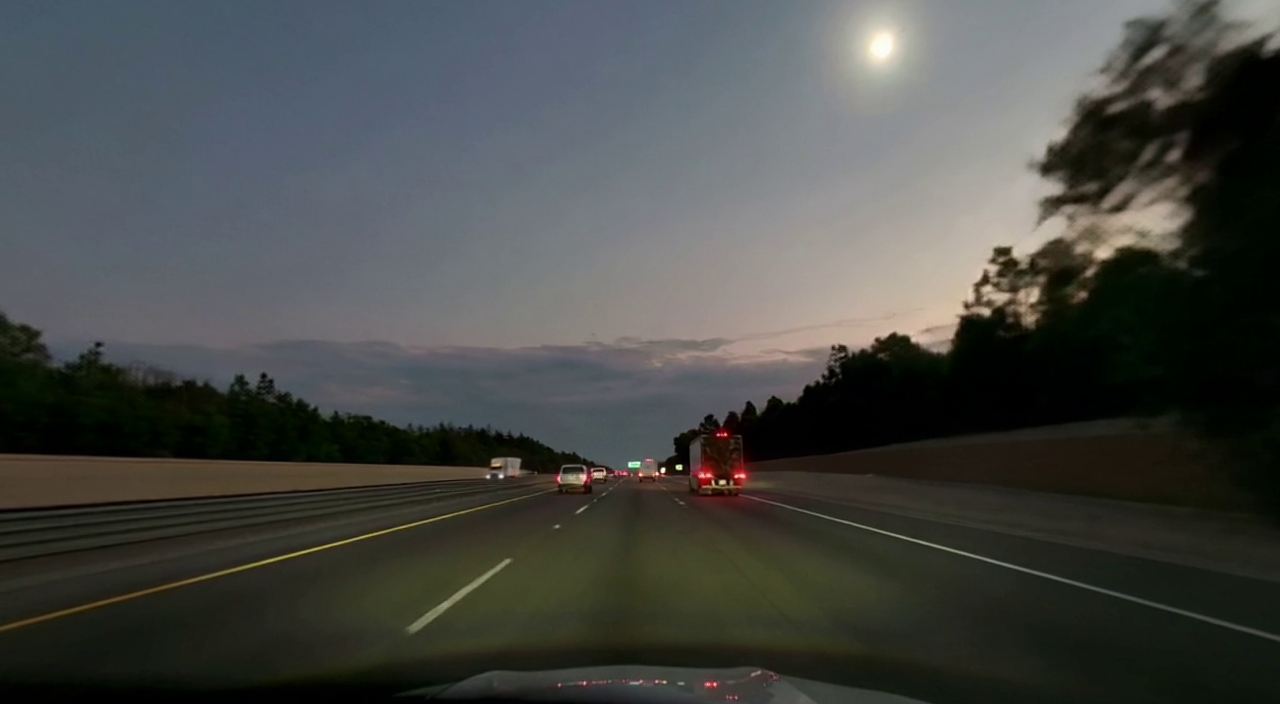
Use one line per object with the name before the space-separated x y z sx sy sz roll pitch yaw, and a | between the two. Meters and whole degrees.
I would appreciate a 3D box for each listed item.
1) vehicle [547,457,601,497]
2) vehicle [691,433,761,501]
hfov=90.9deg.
vehicle | -3.311 6.459 32.621 2.204 1.852 4.661 1 -11 0
vehicle | 4.078 5.665 31.090 2.703 2.988 5.097 1 -11 0
